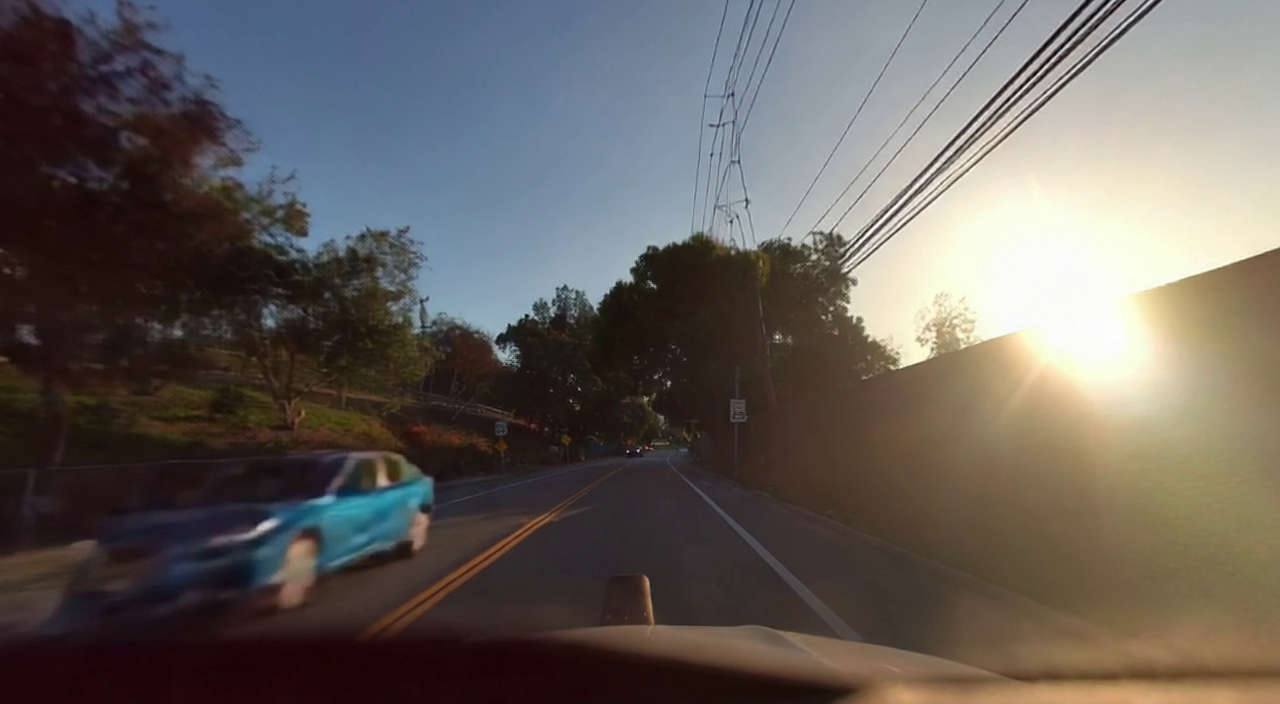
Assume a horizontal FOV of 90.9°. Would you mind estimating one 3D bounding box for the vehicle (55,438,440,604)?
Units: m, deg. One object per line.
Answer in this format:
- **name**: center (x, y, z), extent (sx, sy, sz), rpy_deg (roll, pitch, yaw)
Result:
- **vehicle**: center (-4.294, 1.884, 8.019), extent (1.975, 1.481, 4.445), rpy_deg (0, -9, 1)
